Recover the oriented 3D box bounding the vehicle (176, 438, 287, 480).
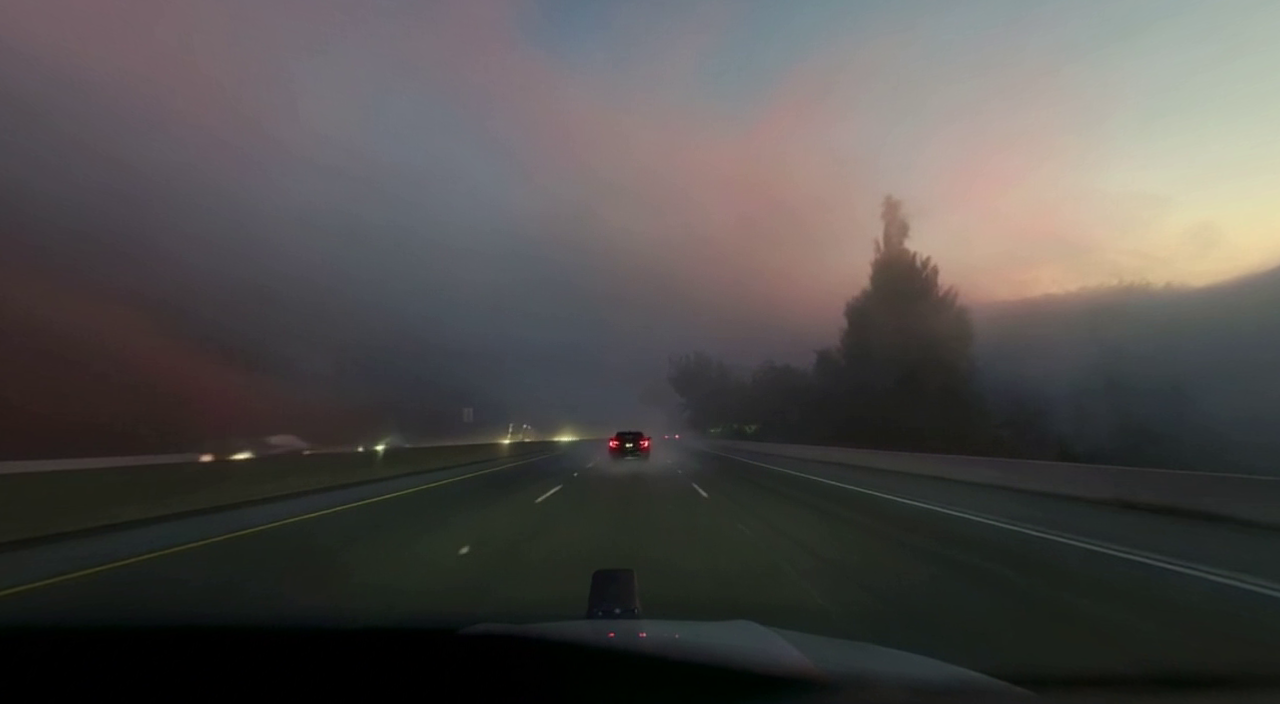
[{"bbox_3d":[-15.990,4.156,24.931,1.838,1.514,3.748,0,-8,0],"label":"vehicle"}]

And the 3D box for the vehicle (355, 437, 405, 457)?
[{"bbox_3d":[-19.905,7.299,48.472,1.889,1.449,4.539,0,-8,0],"label":"vehicle"}]

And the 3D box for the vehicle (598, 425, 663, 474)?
[{"bbox_3d":[-0.349,3.425,22.404,2.094,1.600,3.666,0,-8,-1],"label":"vehicle"}]
